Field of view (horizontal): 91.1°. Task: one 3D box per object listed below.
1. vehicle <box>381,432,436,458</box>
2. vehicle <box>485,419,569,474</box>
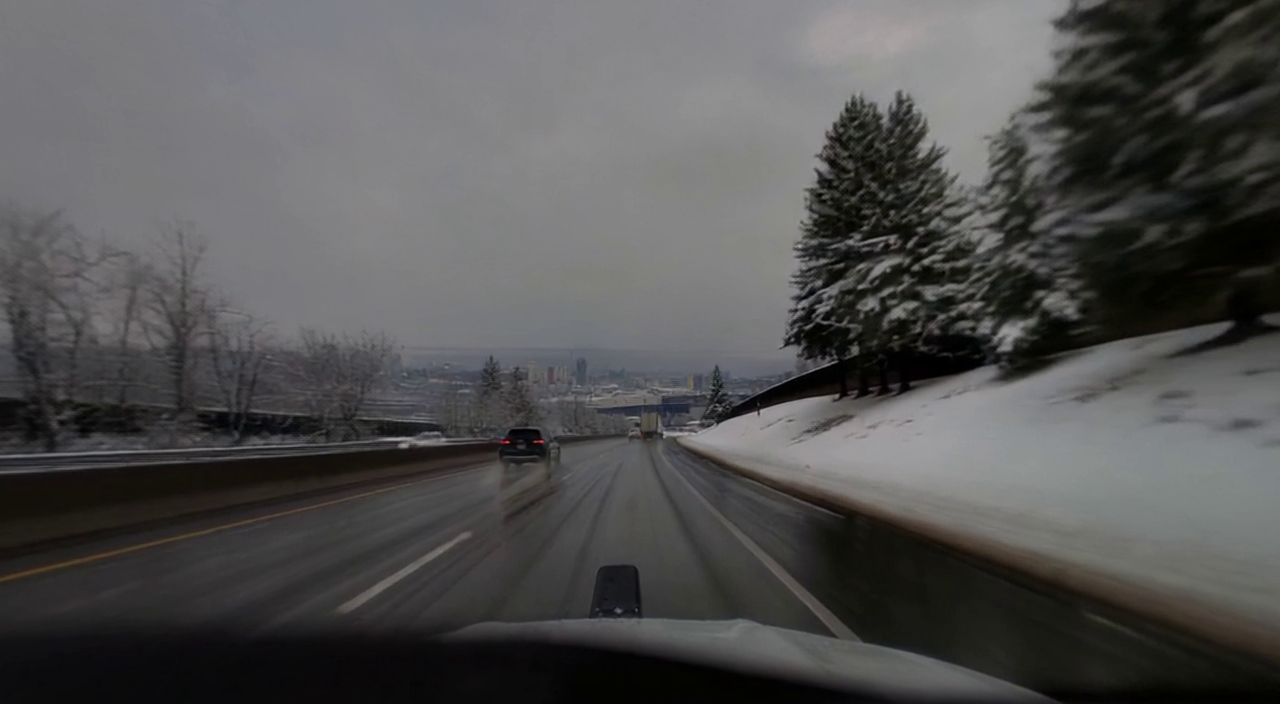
[{"bbox_3d":[-14.422,5.805,39.378,1.836,1.516,3.879,-1,-8,1],"label":"vehicle"},{"bbox_3d":[-3.756,3.224,21.703,2.018,1.678,4.312,0,-8,1],"label":"vehicle"}]
